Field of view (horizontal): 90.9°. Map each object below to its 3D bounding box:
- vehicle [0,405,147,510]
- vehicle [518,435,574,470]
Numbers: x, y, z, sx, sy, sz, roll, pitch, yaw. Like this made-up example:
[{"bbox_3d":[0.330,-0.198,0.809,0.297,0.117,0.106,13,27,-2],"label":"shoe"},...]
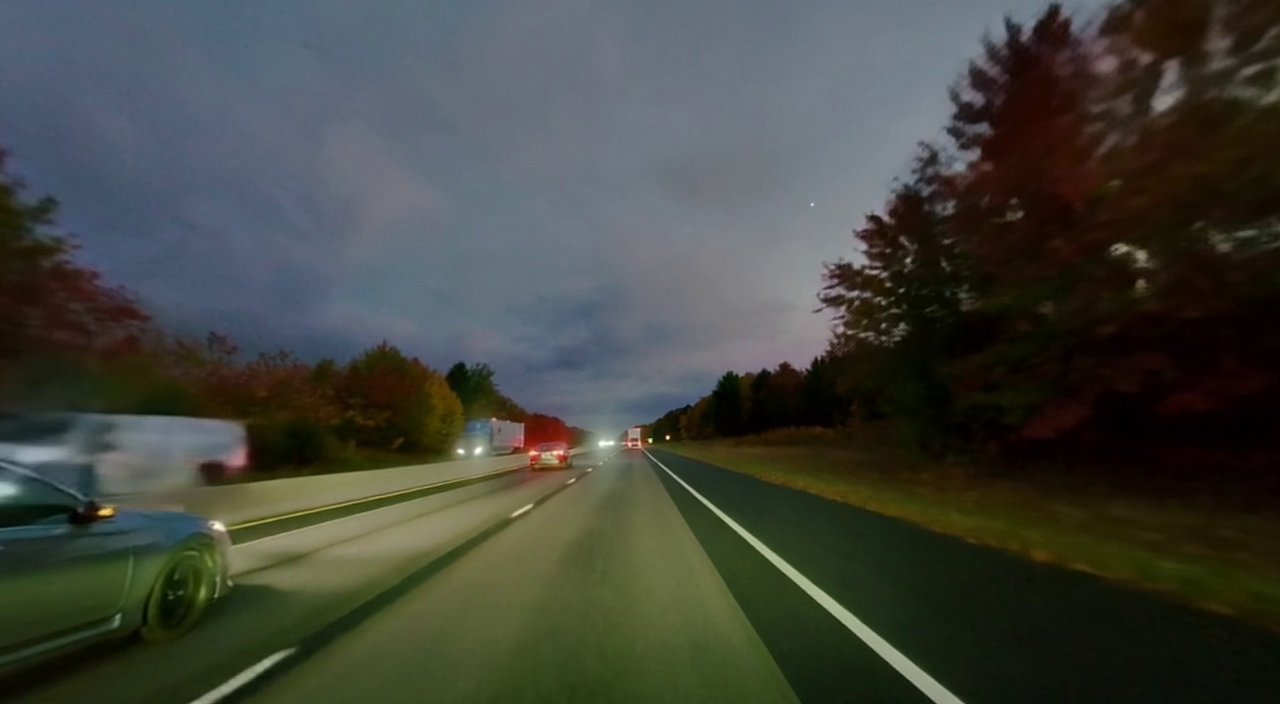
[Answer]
[{"bbox_3d":[-12.091,1.927,11.576,2.098,1.796,4.845,0,-8,0],"label":"vehicle"},{"bbox_3d":[-4.426,4.800,30.208,2.002,1.553,4.247,0,-8,0],"label":"vehicle"}]
